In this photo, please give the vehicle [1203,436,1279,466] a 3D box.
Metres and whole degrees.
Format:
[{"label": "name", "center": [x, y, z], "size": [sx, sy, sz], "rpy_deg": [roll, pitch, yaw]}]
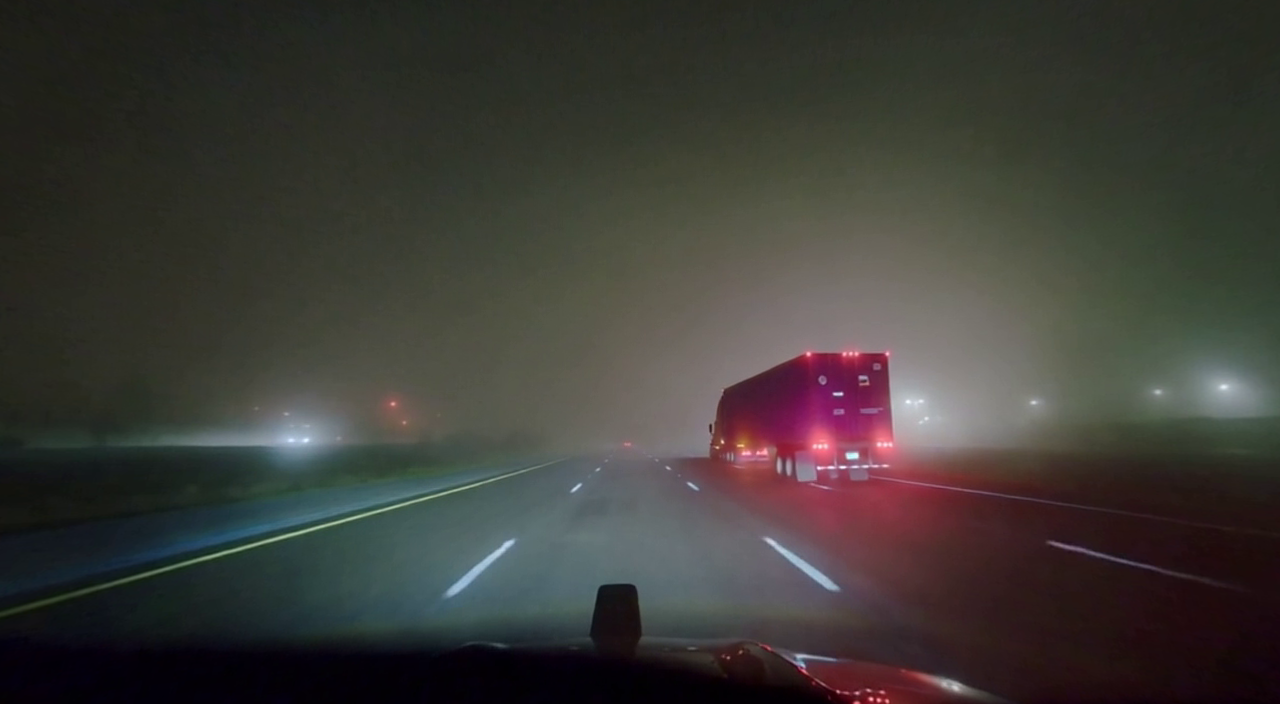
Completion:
[{"label": "vehicle", "center": [46.892, 7.552, 48.258], "size": [5.583, 2.177, 2.775], "rpy_deg": [1, -8, -11]}]
